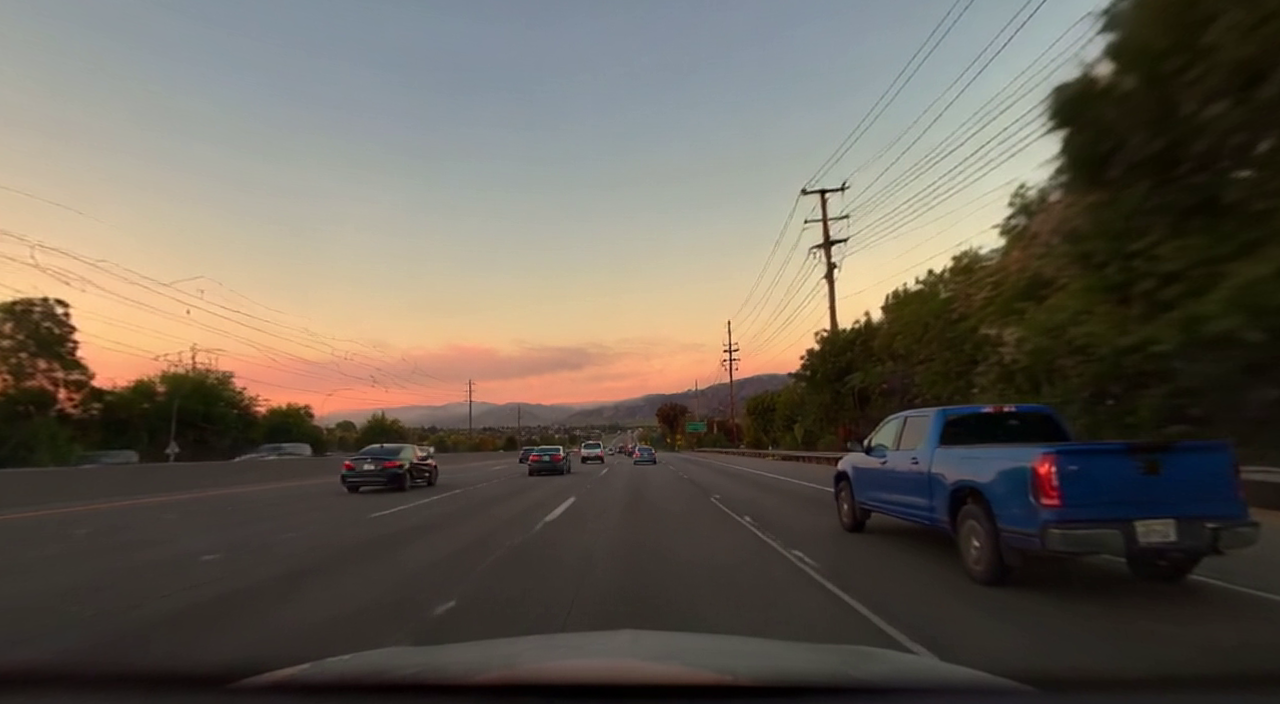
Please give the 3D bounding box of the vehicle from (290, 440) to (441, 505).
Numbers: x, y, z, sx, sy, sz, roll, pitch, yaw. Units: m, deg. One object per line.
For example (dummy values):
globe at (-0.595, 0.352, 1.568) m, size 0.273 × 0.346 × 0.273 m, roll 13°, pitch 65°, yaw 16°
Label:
vehicle at (-7.095, 3.144, 16.998) m, size 1.959 × 1.496 × 4.740 m, roll 0°, pitch -9°, yaw 0°

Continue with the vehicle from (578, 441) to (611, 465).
vehicle at (-3.438, 7.732, 48.453) m, size 2.244 × 1.752 × 4.439 m, roll 0°, pitch -9°, yaw 0°

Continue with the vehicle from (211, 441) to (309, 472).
vehicle at (-22.792, 6.307, 38.294) m, size 2.148 × 1.720 × 6.182 m, roll 0°, pitch -9°, yaw 0°

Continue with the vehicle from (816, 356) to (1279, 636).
vehicle at (3.865, 1.365, 6.974) m, size 2.231 × 1.919 × 5.086 m, roll 0°, pitch -9°, yaw -2°

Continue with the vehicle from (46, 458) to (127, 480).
vehicle at (-42.143, 8.932, 48.284) m, size 1.836 × 1.503 × 4.782 m, roll 0°, pitch -9°, yaw 0°

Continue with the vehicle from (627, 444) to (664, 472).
vehicle at (0.300, 6.014, 36.049) m, size 2.030 × 1.471 × 4.115 m, roll 0°, pitch -9°, yaw 0°

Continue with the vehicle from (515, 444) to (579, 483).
vehicle at (-3.680, 4.484, 25.675) m, size 1.938 × 1.444 × 4.206 m, roll 0°, pitch -9°, yaw 0°
